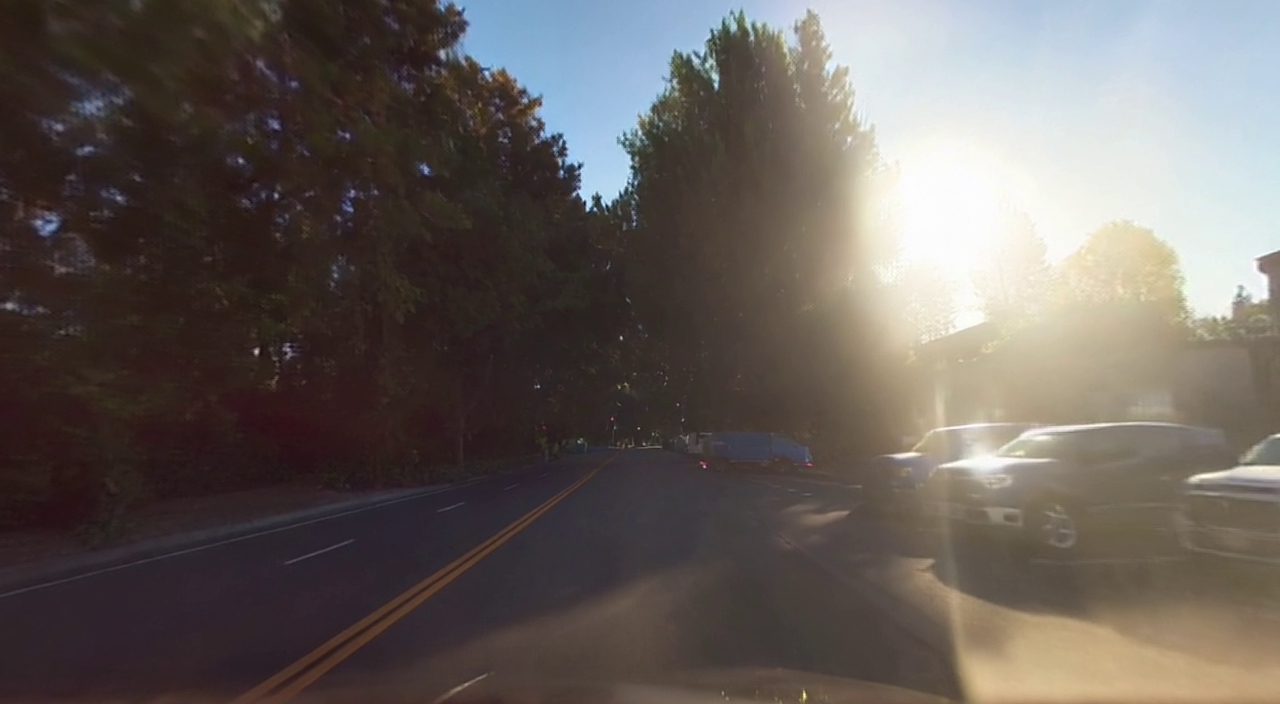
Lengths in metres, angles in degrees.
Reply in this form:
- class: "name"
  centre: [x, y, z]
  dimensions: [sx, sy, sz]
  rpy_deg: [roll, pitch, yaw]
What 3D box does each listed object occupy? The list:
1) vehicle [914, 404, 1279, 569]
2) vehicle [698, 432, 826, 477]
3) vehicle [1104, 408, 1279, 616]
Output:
- class: "vehicle"
  centre: [6.716, 1.721, 8.600]
  dimensions: [4.937, 1.879, 2.156]
  rpy_deg: [0, -9, -5]
- class: "vehicle"
  centre: [5.935, 5.079, 31.442]
  dimensions: [5.797, 2.070, 2.502]
  rpy_deg: [0, -9, -1]
- class: "vehicle"
  centre: [7.215, 1.448, 6.109]
  dimensions: [3.926, 1.708, 1.945]
  rpy_deg: [0, -9, -4]
